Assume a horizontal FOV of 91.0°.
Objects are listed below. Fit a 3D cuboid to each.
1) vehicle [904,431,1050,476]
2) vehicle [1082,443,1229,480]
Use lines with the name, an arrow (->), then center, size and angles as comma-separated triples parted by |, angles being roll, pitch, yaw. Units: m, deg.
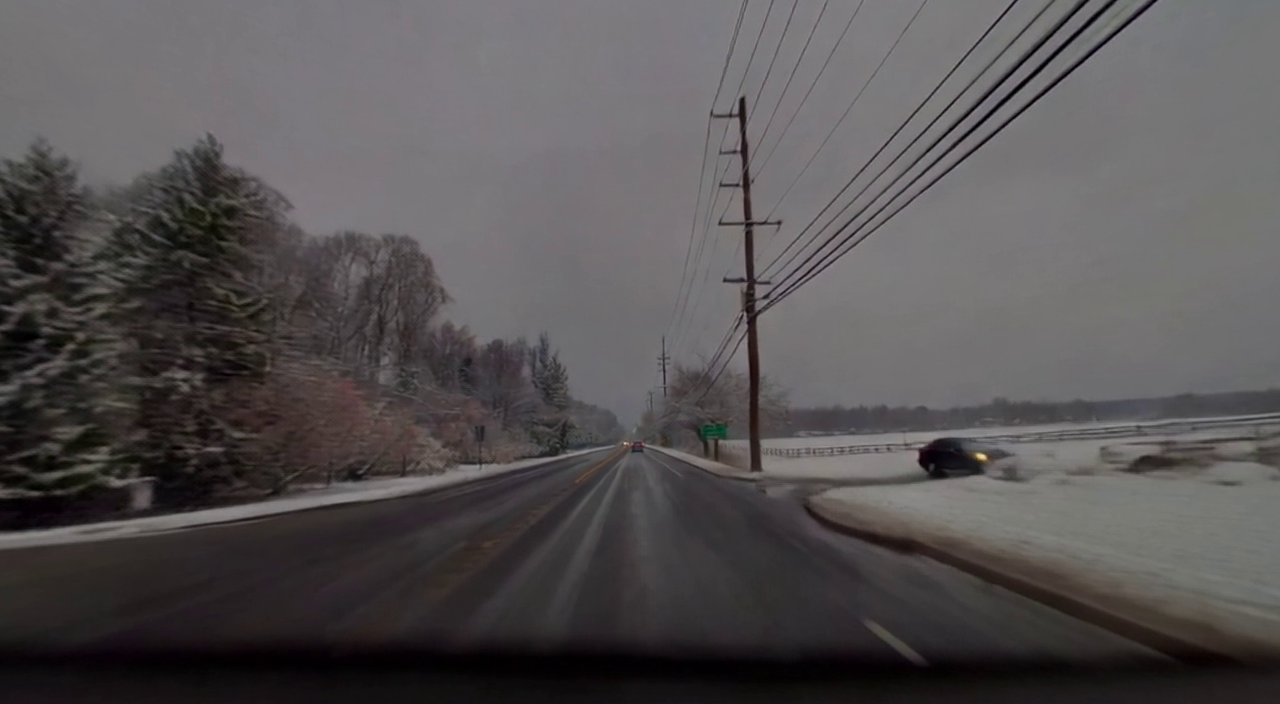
vehicle -> 15.914, 4.832, 30.037 | 5.494, 2.011, 2.421 | -1, -9, 5
vehicle -> 21.801, 4.630, 26.794 | 4.438, 1.499, 1.909 | -1, -9, 3
